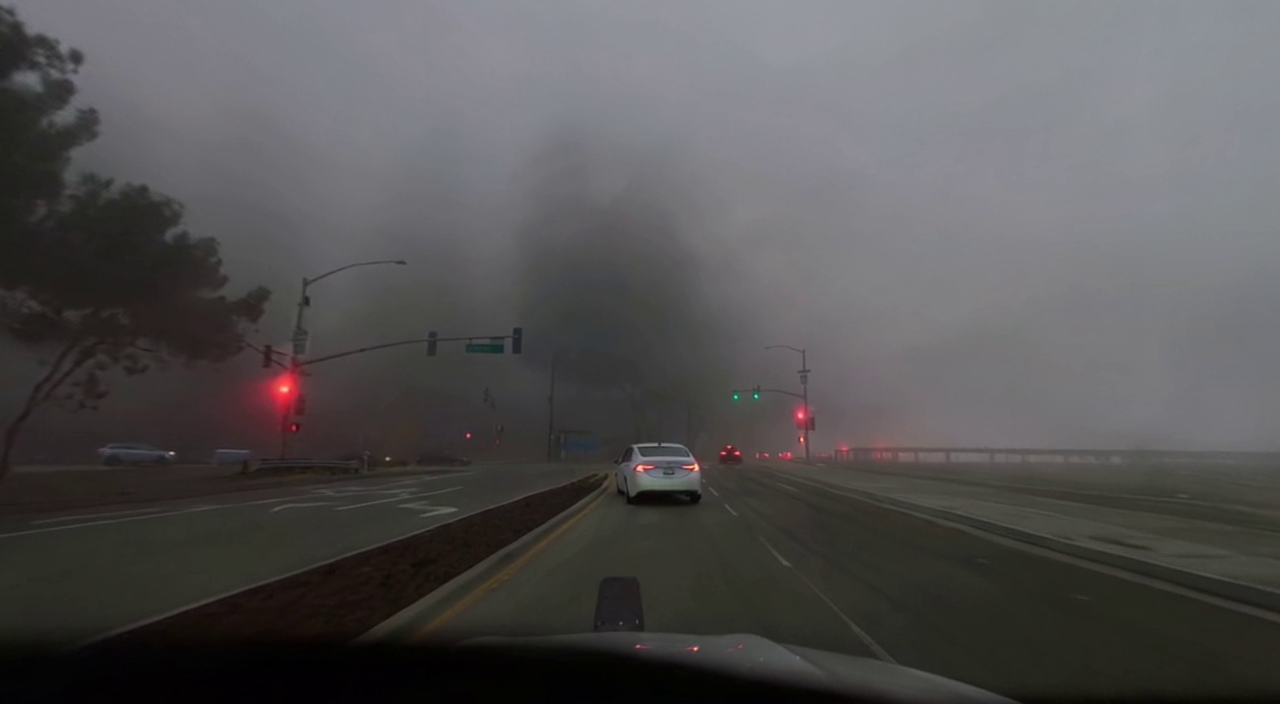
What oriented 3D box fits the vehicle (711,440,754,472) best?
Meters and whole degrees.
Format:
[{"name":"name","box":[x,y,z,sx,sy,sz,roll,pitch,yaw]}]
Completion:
[{"name":"vehicle","box":[5.762,6.557,40.045,2.092,1.851,4.913,0,-8,2]}]

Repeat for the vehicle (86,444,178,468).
[{"name":"vehicle","box":[-37.938,7.747,47.273,4.877,1.754,1.978,1,-9,-8]}]

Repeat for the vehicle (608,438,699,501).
[{"name":"vehicle","box":[0.444,3.108,17.177,2.173,1.479,4.264,-1,-8,3]}]
